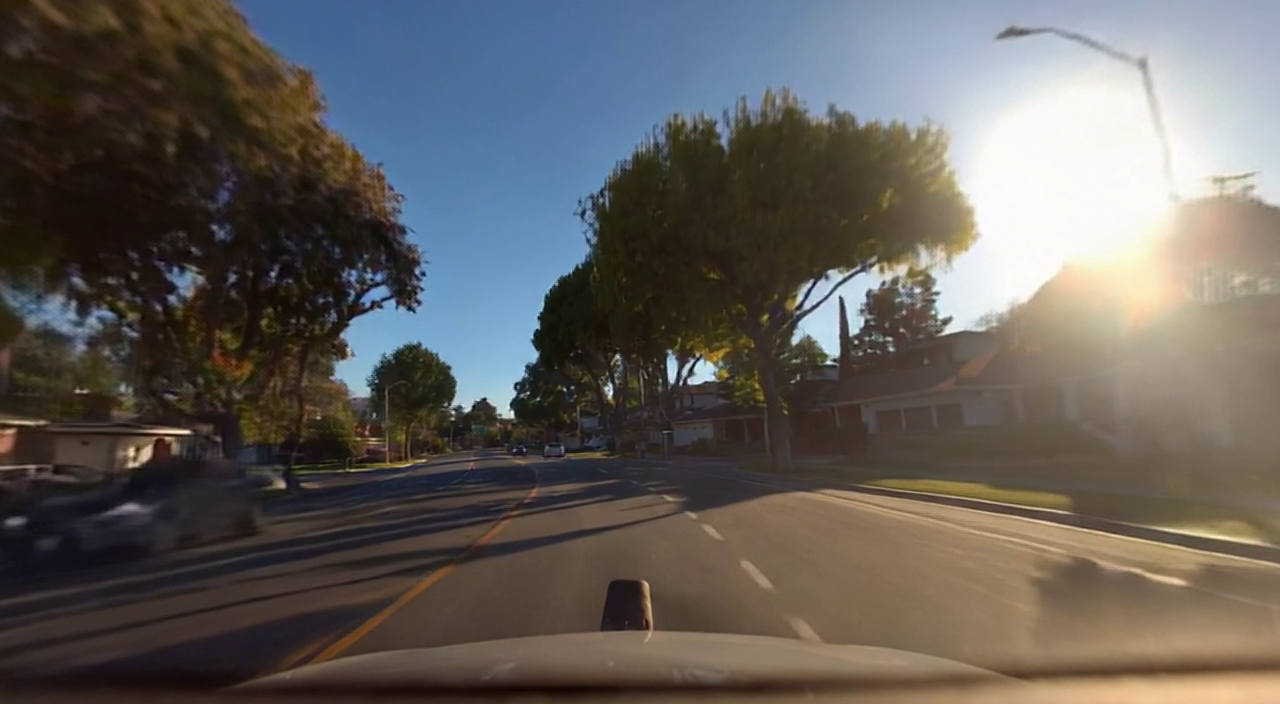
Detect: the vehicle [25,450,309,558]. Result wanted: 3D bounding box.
[{"bbox_3d":[-8.587,2.724,12.181,2.125,1.592,4.616,0,-8,-4],"label":"vehicle"}]
